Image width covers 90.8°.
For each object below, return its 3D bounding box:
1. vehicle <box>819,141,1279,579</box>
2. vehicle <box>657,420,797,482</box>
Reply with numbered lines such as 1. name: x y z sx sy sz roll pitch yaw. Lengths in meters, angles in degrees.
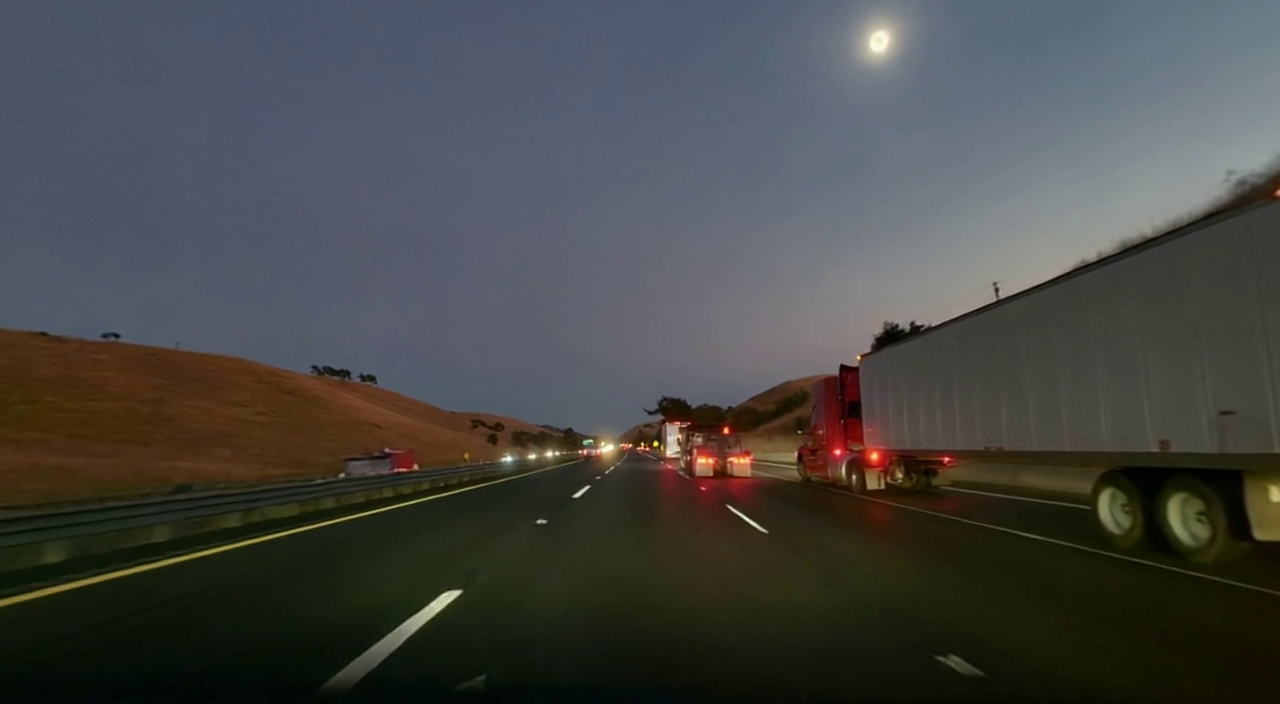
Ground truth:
1. vehicle: 7.667 1.194 13.422 2.935 4.187 16.357 0 -9 0
2. vehicle: 3.272 3.869 24.792 5.075 2.277 2.365 0 -9 -2
